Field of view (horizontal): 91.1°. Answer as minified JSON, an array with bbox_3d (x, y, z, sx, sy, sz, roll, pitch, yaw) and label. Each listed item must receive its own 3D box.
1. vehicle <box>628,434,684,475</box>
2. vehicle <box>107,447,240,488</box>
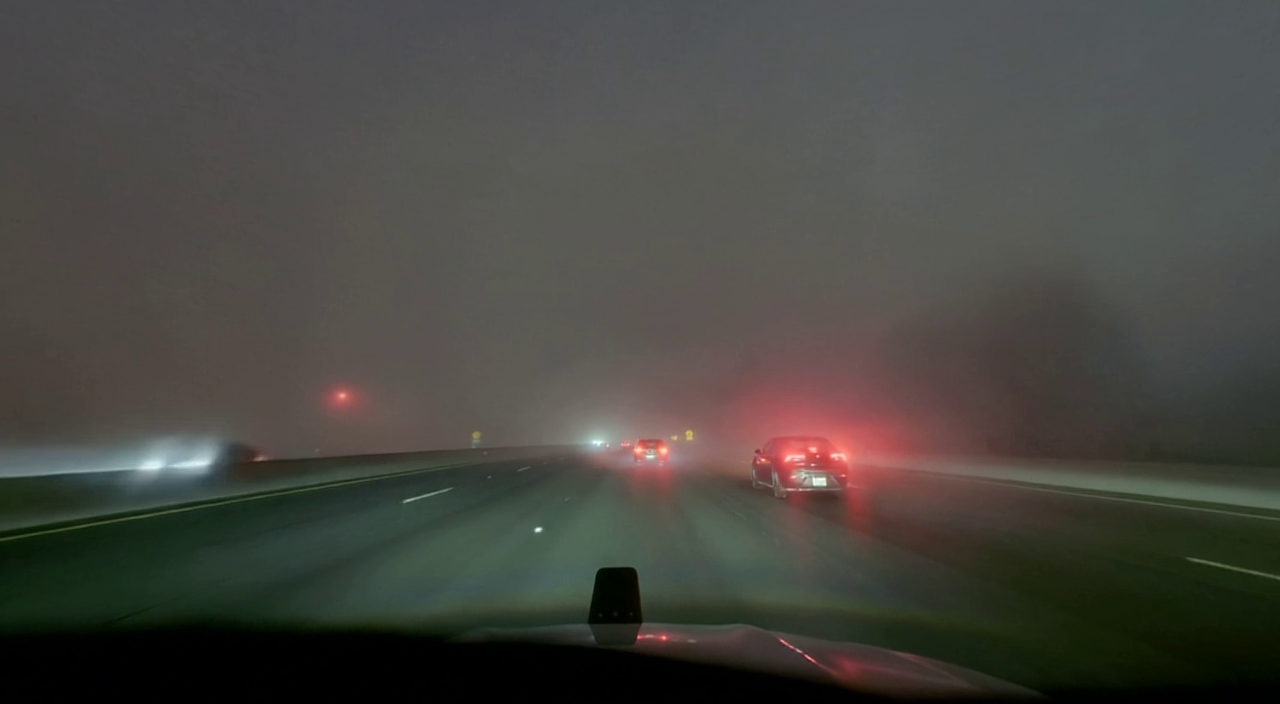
[{"bbox_3d":[0.543,3.982,24.796,2.046,1.467,3.844,0,-8,-1],"label":"vehicle"},{"bbox_3d":[-19.353,4.778,26.428,1.998,1.482,4.715,0,-8,0],"label":"vehicle"}]
